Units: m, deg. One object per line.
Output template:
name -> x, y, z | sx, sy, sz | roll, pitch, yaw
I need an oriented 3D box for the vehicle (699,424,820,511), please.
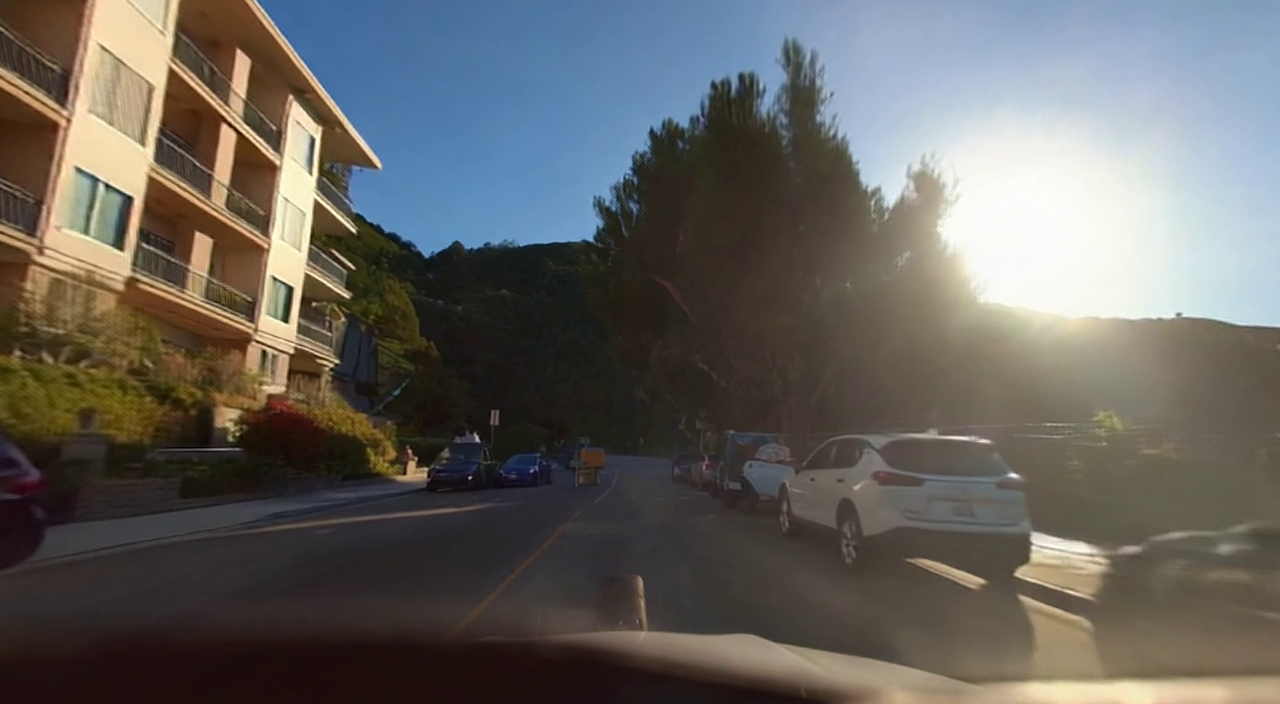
vehicle -> 2.753, 2.801, 15.786 | 2.072, 1.830, 4.744 | 0, -8, 0

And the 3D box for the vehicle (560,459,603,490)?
vehicle -> -3.364, 7.314, 37.307 | 2.102, 1.621, 4.627 | 0, -13, 0

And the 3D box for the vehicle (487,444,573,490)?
vehicle -> -3.899, 4.139, 23.106 | 1.856, 1.474, 4.522 | -1, -8, 7

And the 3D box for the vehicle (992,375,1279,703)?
vehicle -> 3.220, 0.812, 1.655 | 1.926, 1.602, 4.433 | 0, -8, -1

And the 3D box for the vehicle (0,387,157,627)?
vehicle -> -6.160, 1.005, 3.523 | 2.374, 1.843, 5.638 | 0, -8, 1

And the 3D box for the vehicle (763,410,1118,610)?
vehicle -> 2.988, 1.643, 7.528 | 1.948, 1.669, 4.242 | 1, -8, -3

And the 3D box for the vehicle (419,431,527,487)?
vehicle -> -6.429, 4.299, 25.229 | 2.692, 1.949, 5.948 | 0, -10, 0
